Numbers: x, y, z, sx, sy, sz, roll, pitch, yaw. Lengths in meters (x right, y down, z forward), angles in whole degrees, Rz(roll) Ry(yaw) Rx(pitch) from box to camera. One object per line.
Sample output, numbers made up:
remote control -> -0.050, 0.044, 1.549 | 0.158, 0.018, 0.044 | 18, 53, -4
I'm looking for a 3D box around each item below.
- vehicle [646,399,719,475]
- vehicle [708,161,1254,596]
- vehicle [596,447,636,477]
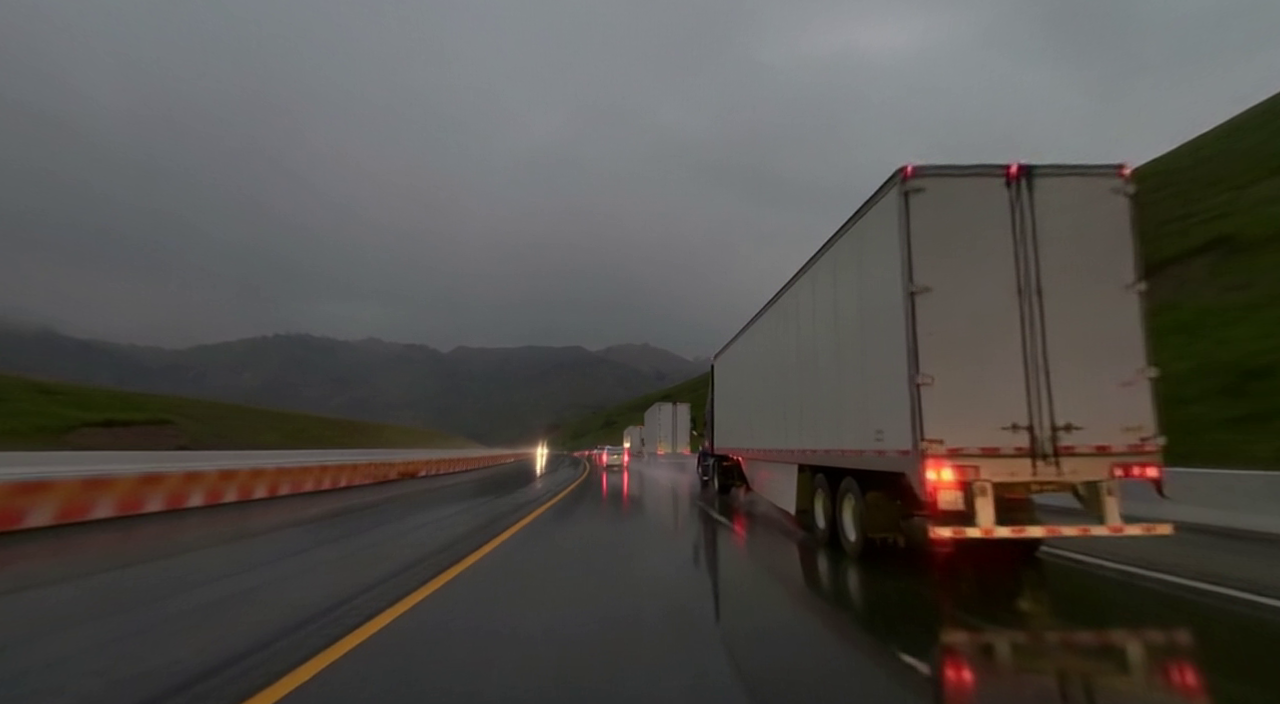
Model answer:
vehicle -> 2.329, 5.628, 40.791 | 2.826, 4.050, 13.845 | 1, -9, -4
vehicle -> 3.875, 1.277, 13.160 | 2.911, 4.099, 14.578 | 0, -9, -2
vehicle -> -1.292, 5.803, 33.442 | 2.029, 1.437, 3.794 | 0, -9, -3
